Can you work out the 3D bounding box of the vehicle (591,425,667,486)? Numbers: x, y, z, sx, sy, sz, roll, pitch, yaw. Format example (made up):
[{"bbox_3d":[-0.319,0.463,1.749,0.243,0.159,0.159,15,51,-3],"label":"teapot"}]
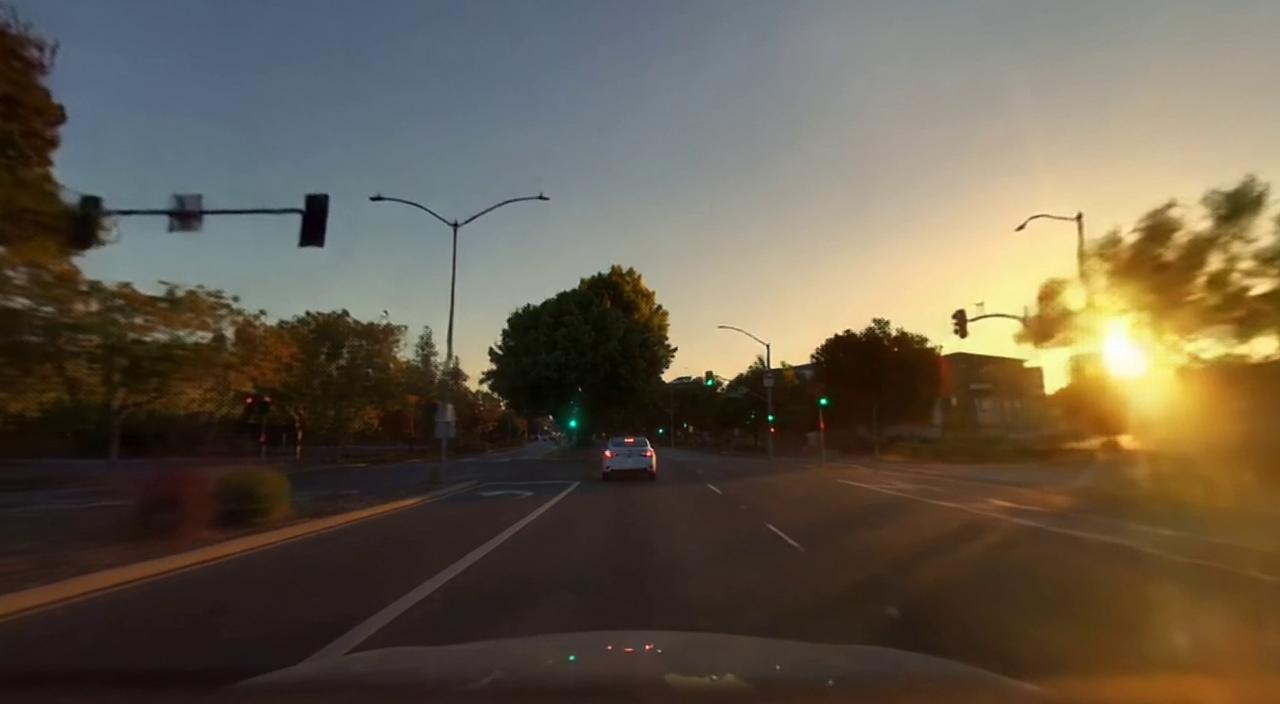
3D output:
[{"bbox_3d":[-0.336,3.297,20.353,2.192,1.734,4.176,0,-8,0],"label":"vehicle"}]
